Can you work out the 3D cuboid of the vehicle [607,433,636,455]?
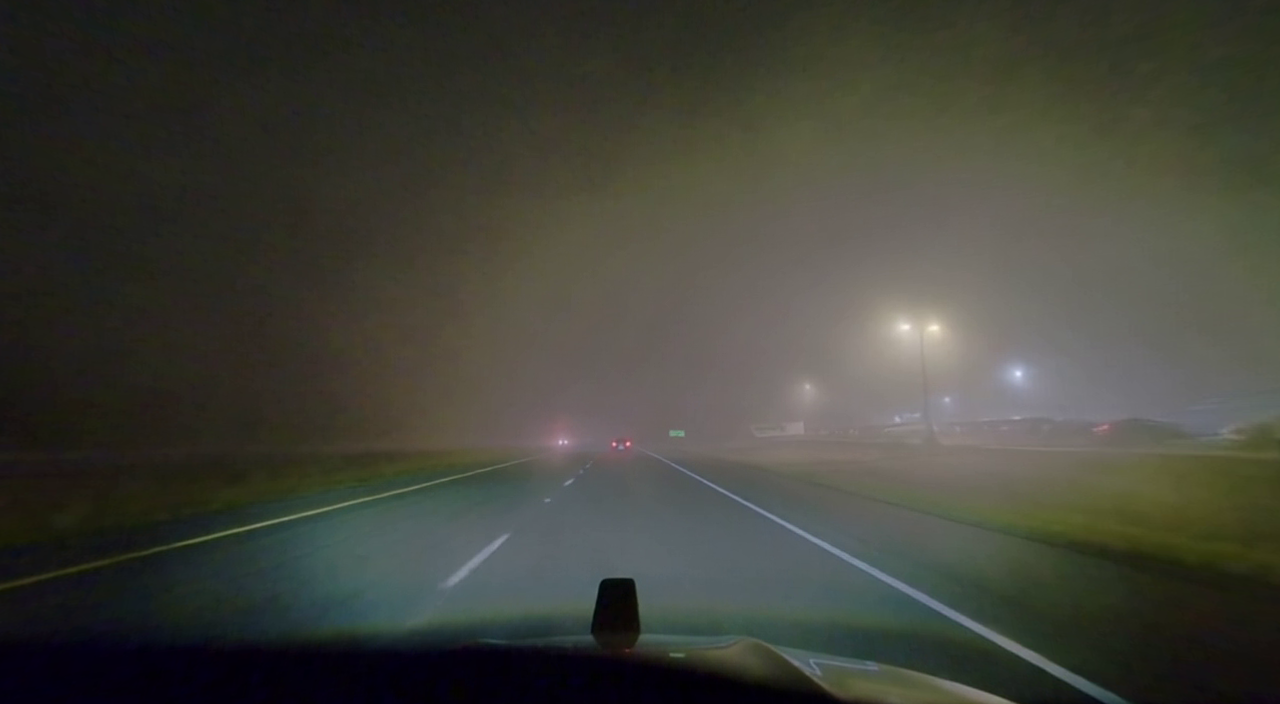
[{"bbox_3d":[-1.370,6.733,46.220,2.037,1.504,4.248,0,-8,-2],"label":"vehicle"}]
